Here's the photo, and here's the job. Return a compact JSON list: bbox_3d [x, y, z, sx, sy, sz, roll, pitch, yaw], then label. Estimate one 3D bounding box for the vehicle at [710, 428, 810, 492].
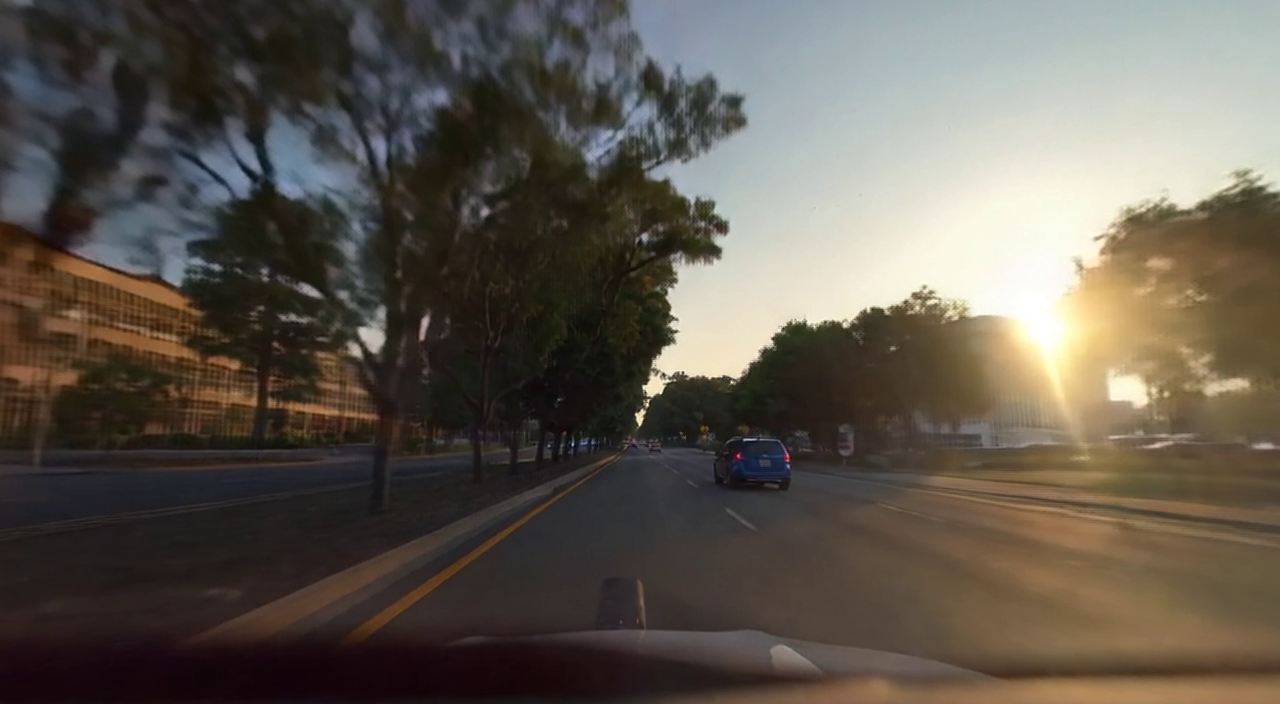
[{"bbox_3d":[3.450,3.200,19.107,2.072,1.696,4.177,0,-8,-2],"label":"vehicle"}]
